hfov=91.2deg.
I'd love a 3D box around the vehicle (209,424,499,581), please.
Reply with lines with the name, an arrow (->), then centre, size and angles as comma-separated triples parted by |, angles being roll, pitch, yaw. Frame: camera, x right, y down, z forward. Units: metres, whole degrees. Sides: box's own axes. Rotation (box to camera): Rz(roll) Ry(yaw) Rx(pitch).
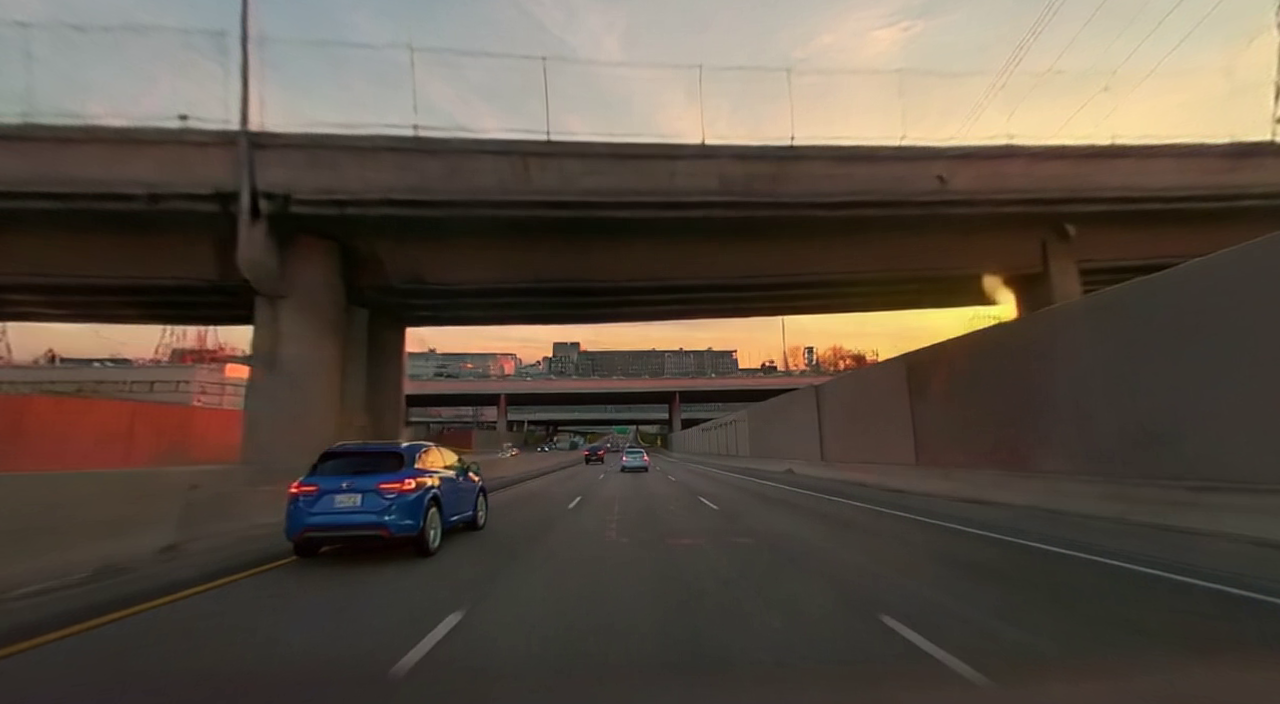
vehicle -> -3.332, 1.823, 8.353 | 1.987, 1.548, 3.981 | 0, -9, -1

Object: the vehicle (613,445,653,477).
vehicle -> -0.365, 5.799, 33.559 | 2.004, 1.615, 4.113 | 0, -9, -1
